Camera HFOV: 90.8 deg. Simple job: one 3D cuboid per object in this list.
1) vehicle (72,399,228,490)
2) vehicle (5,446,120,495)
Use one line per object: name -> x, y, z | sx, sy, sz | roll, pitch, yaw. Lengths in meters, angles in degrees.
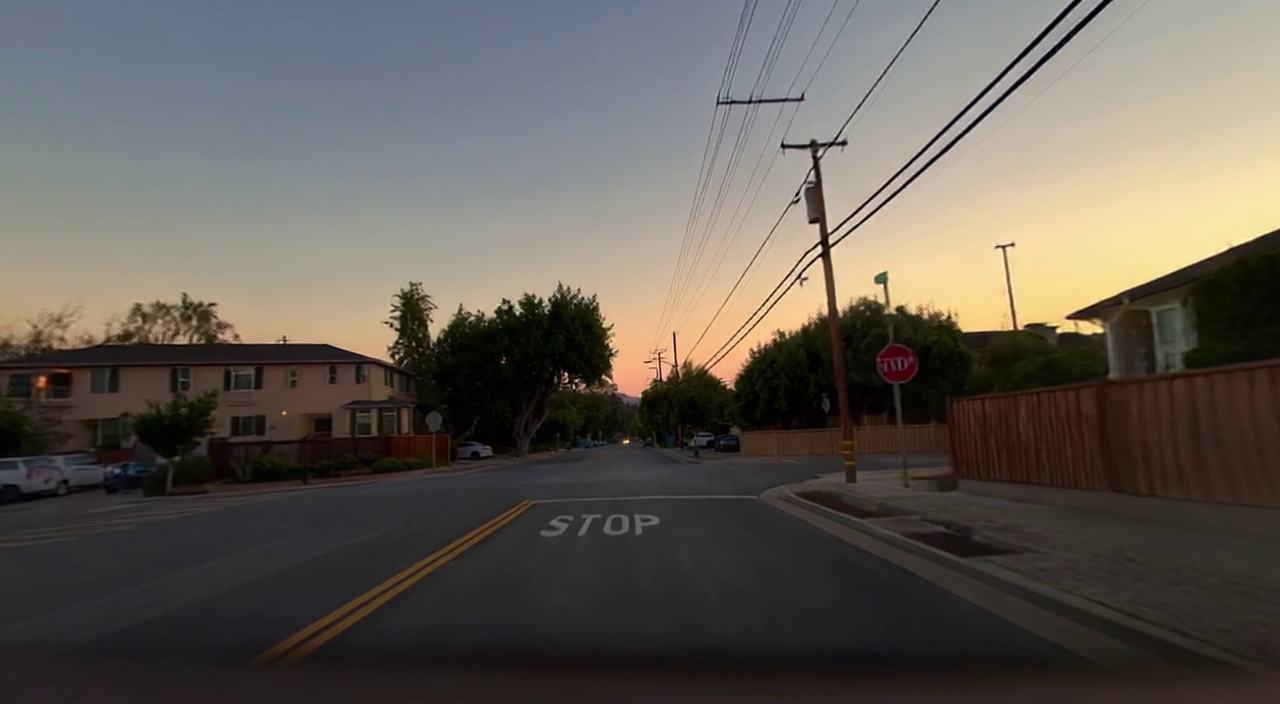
vehicle -> -20.187, 4.113, 26.787 | 2.842, 3.181, 8.576 | 5, -12, -22
vehicle -> -23.667, 4.821, 26.119 | 2.083, 1.802, 4.455 | 4, -9, -24
